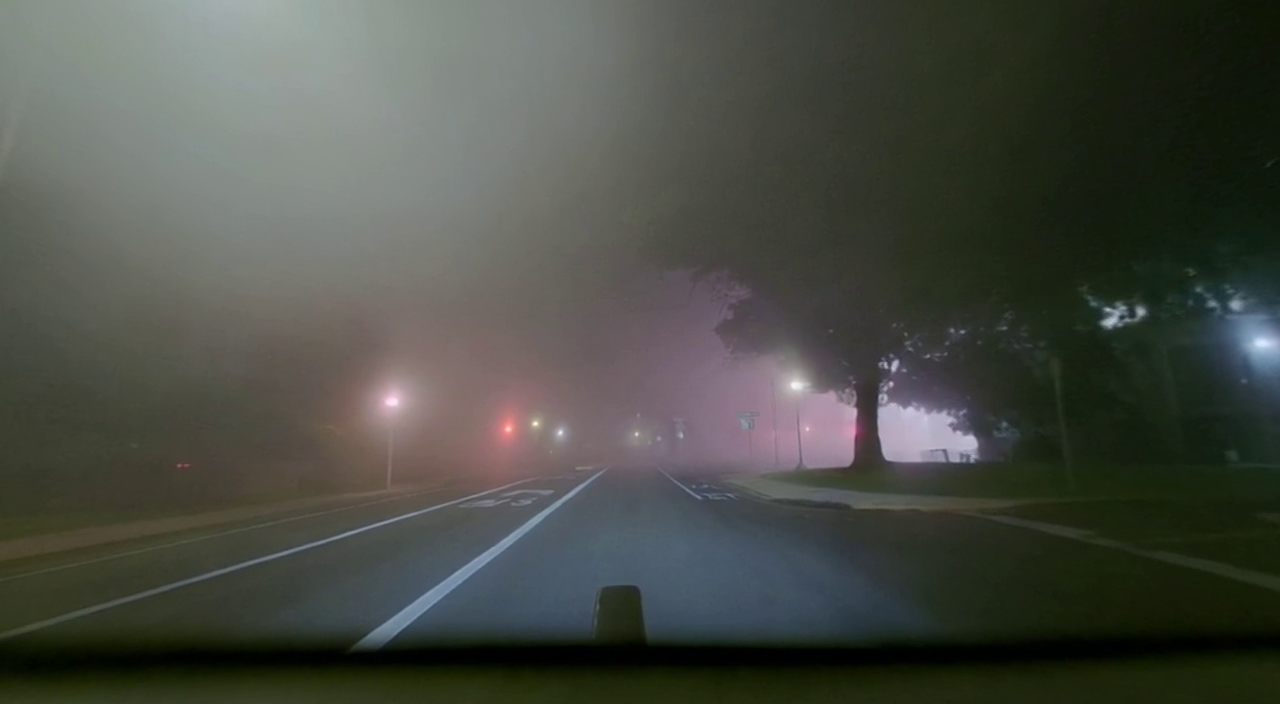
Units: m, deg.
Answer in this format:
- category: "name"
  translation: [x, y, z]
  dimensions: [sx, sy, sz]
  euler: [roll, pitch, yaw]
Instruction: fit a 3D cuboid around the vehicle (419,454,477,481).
- category: "vehicle"
  translation: [-11.607, 6.889, 37.991]
  dimensions: [2.061, 1.475, 4.357]
  euler: [6, -10, -33]
